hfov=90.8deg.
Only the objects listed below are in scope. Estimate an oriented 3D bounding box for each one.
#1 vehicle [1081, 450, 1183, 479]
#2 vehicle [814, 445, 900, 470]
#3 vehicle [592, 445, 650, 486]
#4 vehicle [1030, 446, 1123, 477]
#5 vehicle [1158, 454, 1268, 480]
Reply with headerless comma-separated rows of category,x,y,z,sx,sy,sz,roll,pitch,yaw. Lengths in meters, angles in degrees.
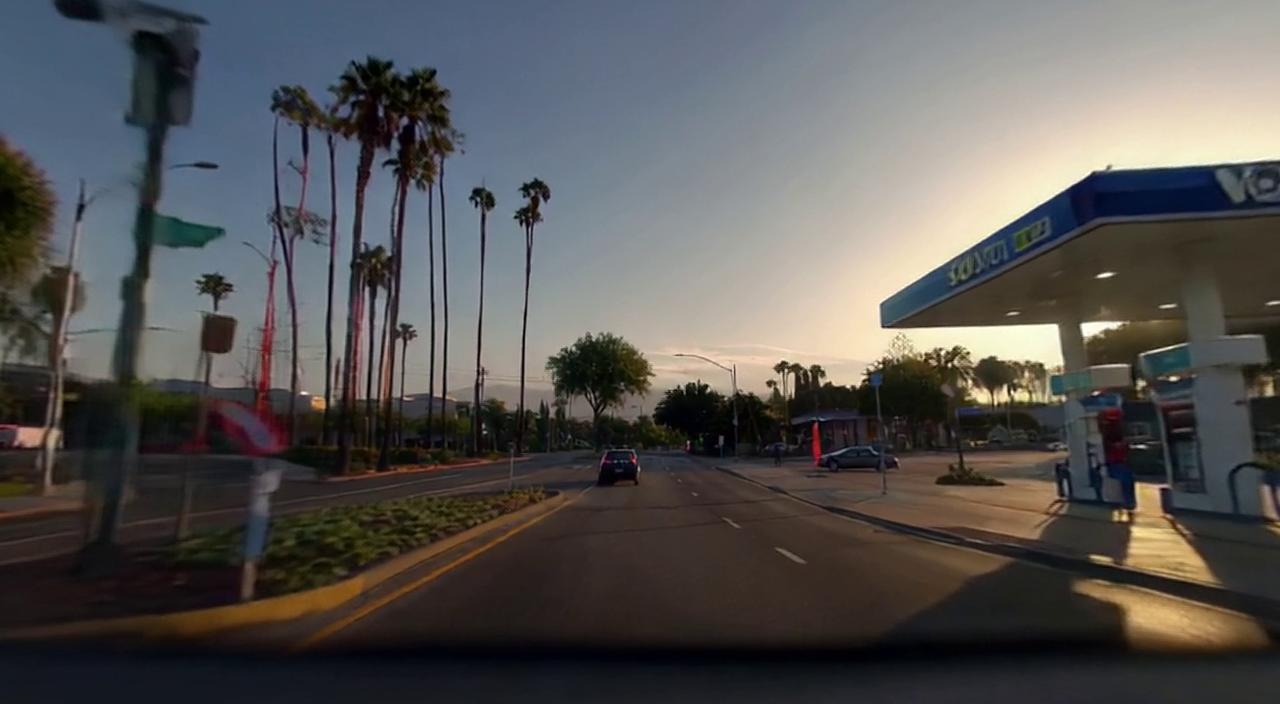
vehicle,29.122,6.661,37.517,4.377,1.633,1.834,0,-9,2
vehicle,15.147,7.403,44.304,5.317,1.700,1.901,0,-9,1
vehicle,-0.897,4.760,26.661,2.073,1.525,4.809,1,-9,-6
vehicle,27.539,6.896,39.956,4.381,1.892,1.942,0,-9,-1
vehicle,33.767,6.787,37.332,4.349,1.460,2.027,0,-10,3
